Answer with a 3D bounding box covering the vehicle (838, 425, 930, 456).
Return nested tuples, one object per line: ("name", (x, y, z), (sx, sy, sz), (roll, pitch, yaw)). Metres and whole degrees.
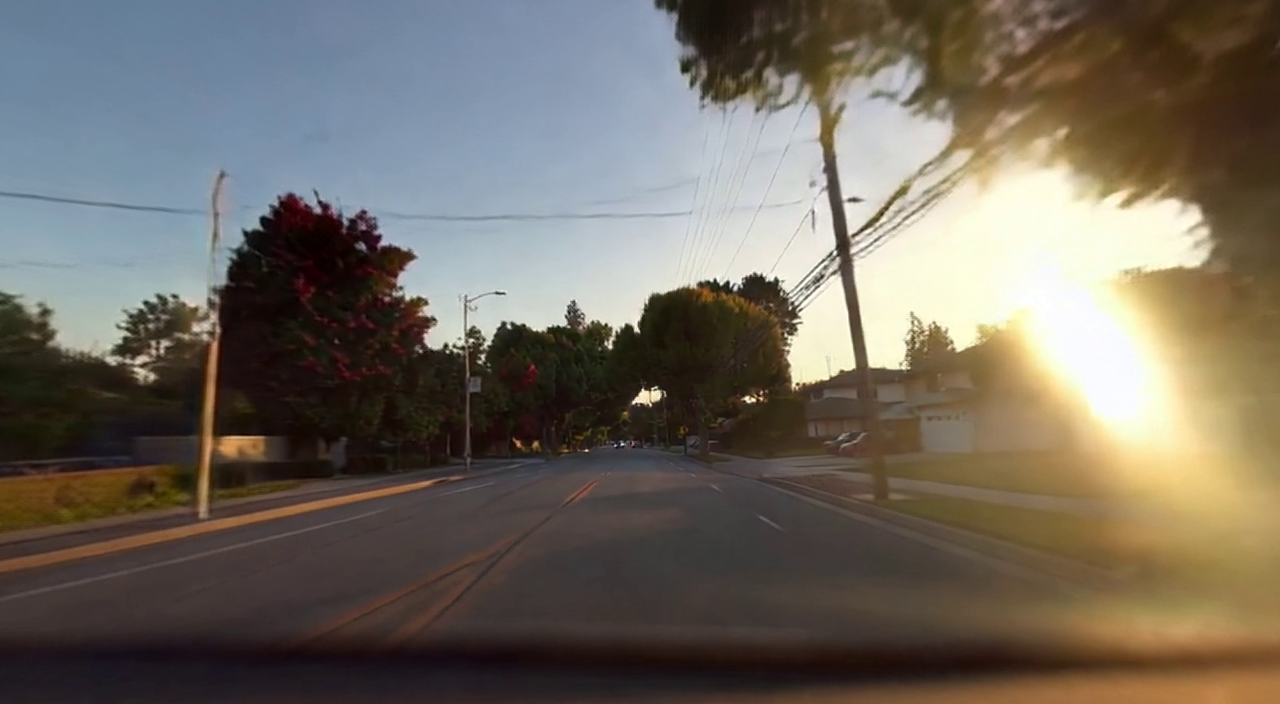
("vehicle", (14.254, 5.187, 36.953), (4.512, 1.701, 2.017), (0, -8, -2))
